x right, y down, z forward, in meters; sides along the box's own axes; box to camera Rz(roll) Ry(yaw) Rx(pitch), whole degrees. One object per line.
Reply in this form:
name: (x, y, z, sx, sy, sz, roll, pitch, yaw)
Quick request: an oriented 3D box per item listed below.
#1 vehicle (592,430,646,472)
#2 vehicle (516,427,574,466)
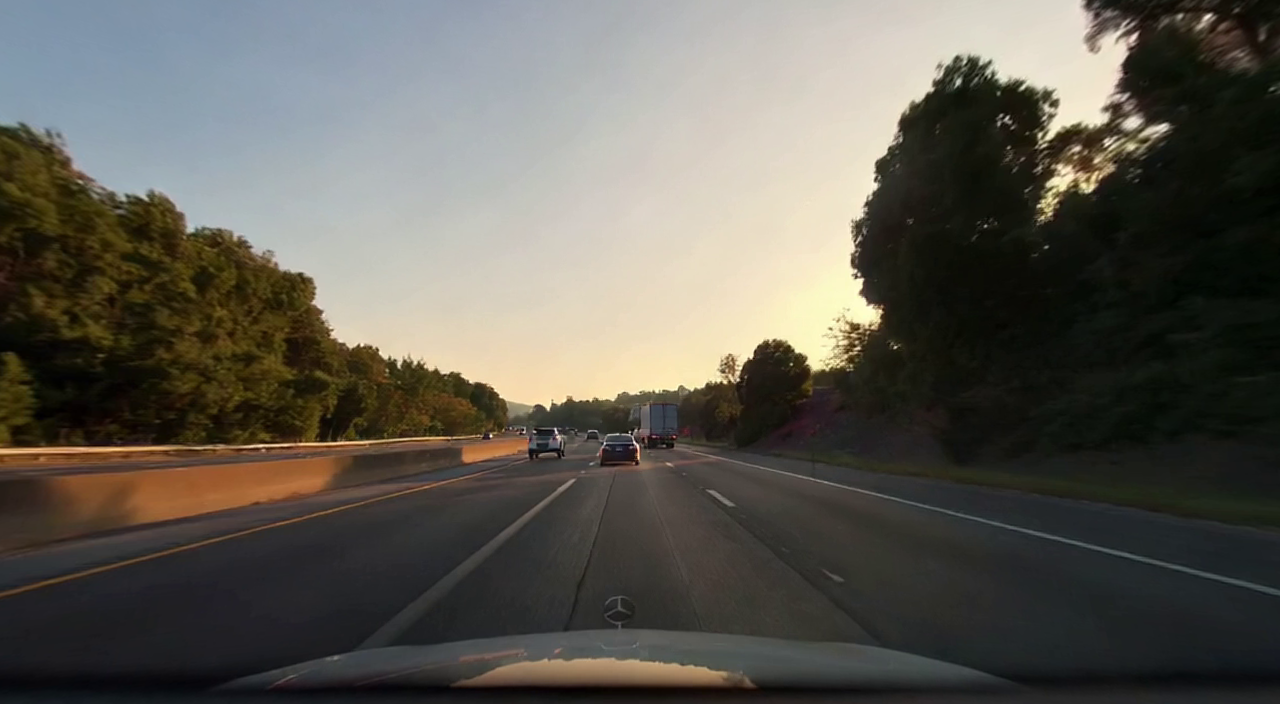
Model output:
vehicle: (-0.833, 4.049, 25.911, 2.048, 1.563, 4.087, 0, -8, -1)
vehicle: (-4.699, 4.747, 31.800, 2.234, 1.773, 5.134, 0, -8, -1)
